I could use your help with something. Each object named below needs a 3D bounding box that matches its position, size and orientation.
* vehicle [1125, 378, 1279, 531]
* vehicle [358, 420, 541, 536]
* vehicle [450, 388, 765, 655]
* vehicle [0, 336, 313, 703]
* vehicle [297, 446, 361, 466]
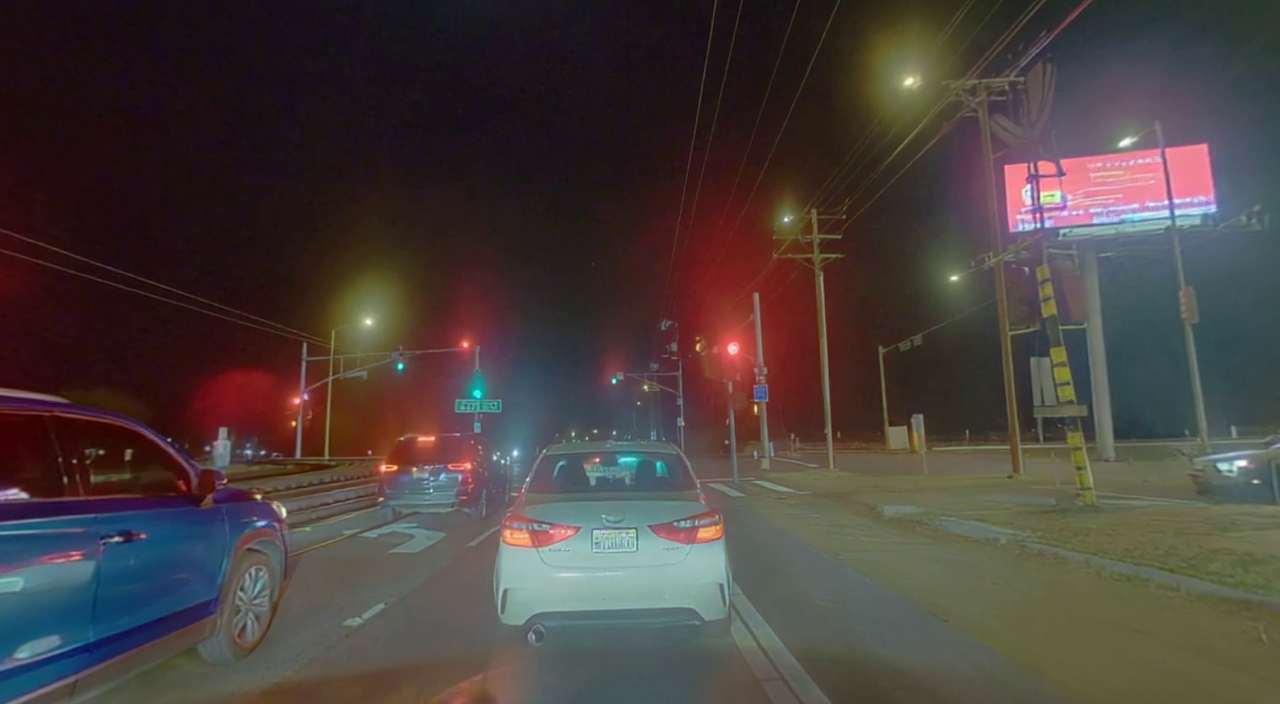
[{"bbox_3d":[9.615,1.312,8.182,5.060,1.702,2.033,1,-9,-4],"label":"vehicle"},{"bbox_3d":[-3.145,2.183,11.506,1.988,1.678,4.317,0,-9,0],"label":"vehicle"},{"bbox_3d":[-0.212,1.371,5.990,2.025,1.723,3.644,0,-9,0],"label":"vehicle"},{"bbox_3d":[-3.931,0.862,2.969,2.052,1.814,5.184,0,-9,-1],"label":"vehicle"},{"bbox_3d":[-24.193,8.065,49.086,4.357,1.444,1.842,-3,-9,19],"label":"vehicle"}]
